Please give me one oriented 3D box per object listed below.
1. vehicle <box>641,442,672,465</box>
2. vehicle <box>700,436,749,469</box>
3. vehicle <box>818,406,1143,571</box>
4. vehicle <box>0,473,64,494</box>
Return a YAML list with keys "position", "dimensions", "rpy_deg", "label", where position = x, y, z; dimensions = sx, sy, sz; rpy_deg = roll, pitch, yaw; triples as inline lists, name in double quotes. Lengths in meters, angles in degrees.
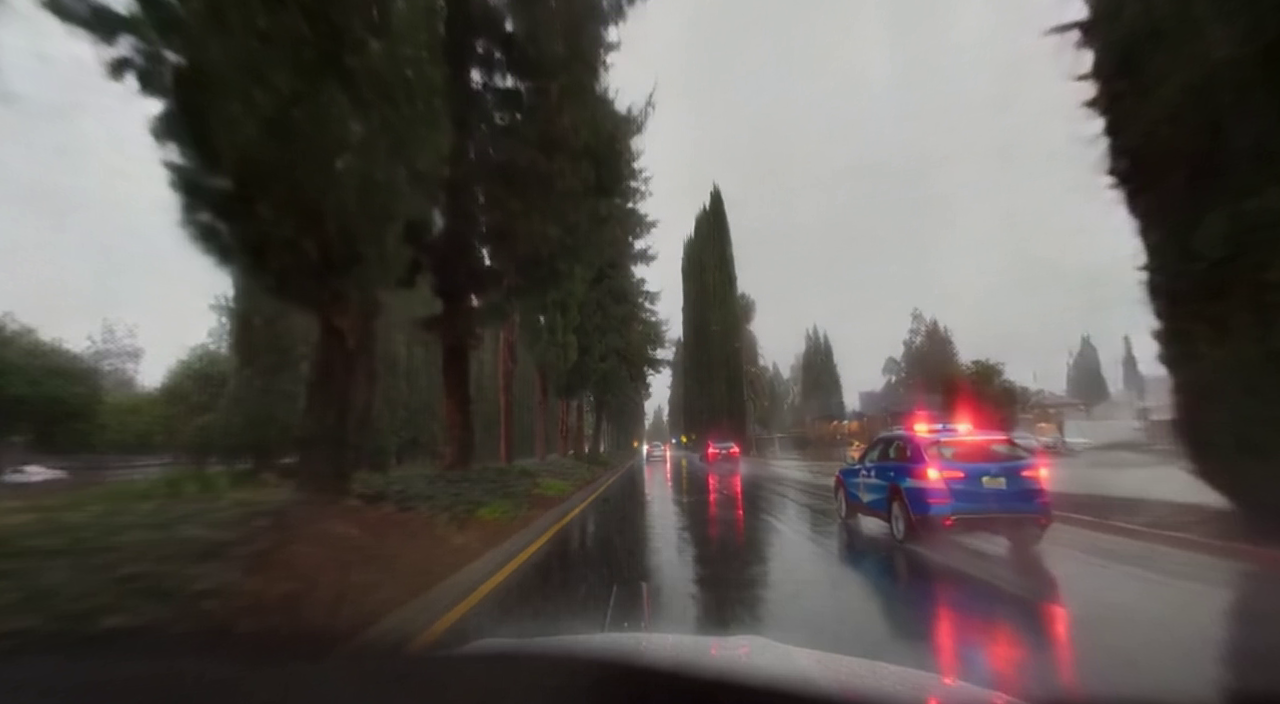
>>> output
- position: [1.087, 6.934, 43.347]
  dimensions: [2.026, 1.466, 4.282]
  rpy_deg: [-1, -8, 0]
  label: "vehicle"
- position: [4.591, 5.532, 34.928]
  dimensions: [2.110, 1.666, 3.912]
  rpy_deg: [-1, -8, 0]
  label: "vehicle"
- position: [4.046, 1.682, 8.522]
  dimensions: [2.052, 1.639, 4.123]
  rpy_deg: [-1, -8, 0]
  label: "vehicle"
- position: [-48.103, 10.365, 49.697]
  dimensions: [3.488, 1.525, 1.736]
  rpy_deg: [0, -8, -1]
  label: "vehicle"
